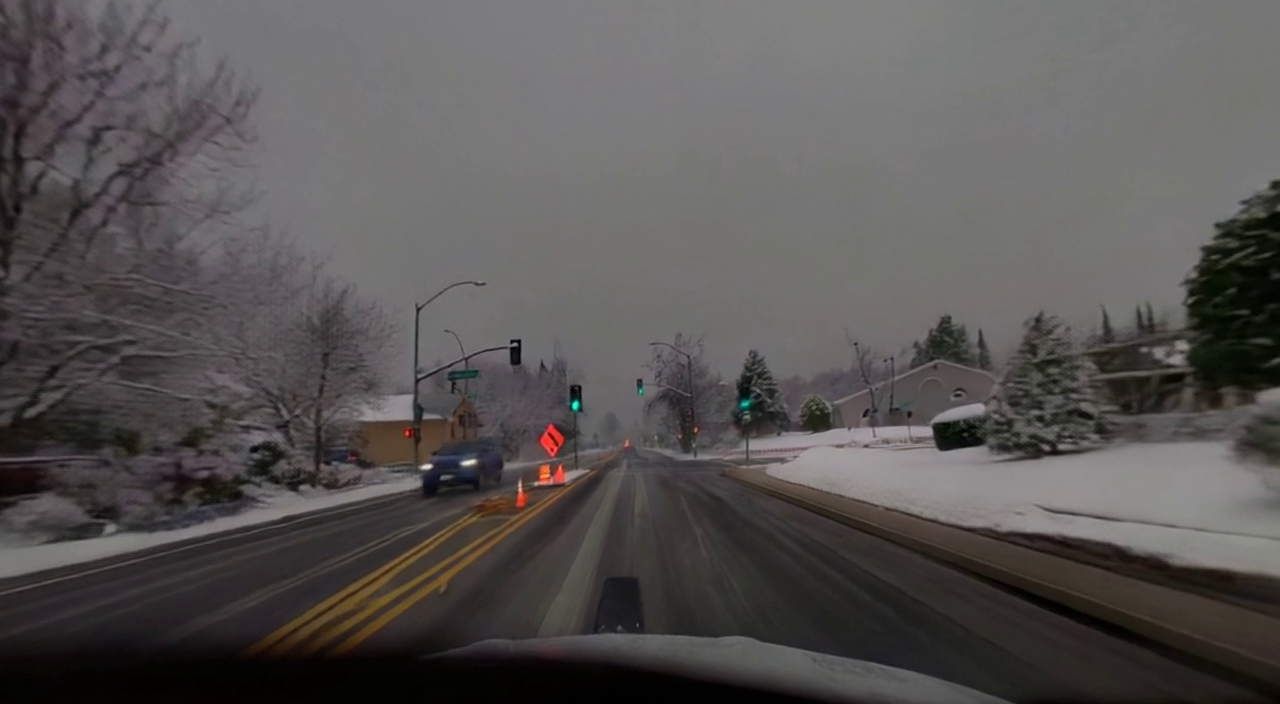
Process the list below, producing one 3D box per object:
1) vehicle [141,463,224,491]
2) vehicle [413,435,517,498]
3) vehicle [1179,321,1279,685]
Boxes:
[{"bbox_3d":[-33.821,9.240,46.807,4.433,1.908,2.090,0,-8,-4],"label":"vehicle"},{"bbox_3d":[-5.805,3.857,21.662,2.240,1.879,4.847,0,-9,-1],"label":"vehicle"},{"bbox_3d":[4.680,0.520,1.322,2.404,2.054,5.588,-1,-9,4],"label":"vehicle"}]
